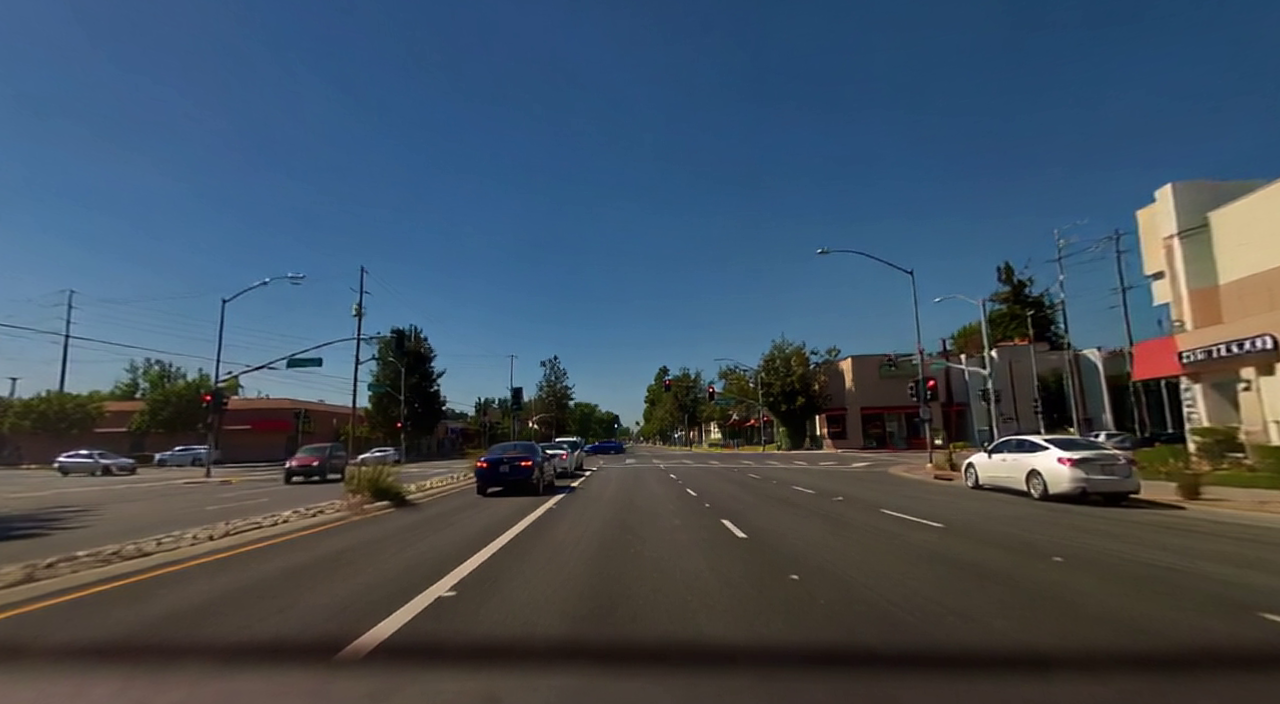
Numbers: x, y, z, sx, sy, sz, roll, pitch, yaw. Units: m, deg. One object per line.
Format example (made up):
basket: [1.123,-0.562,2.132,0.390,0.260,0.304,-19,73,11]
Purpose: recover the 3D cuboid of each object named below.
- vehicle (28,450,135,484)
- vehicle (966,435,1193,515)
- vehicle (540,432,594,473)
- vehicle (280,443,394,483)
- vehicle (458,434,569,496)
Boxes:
vehicle: [-28.047,5.733,31.721,5.228,1.539,2.009,-4,-9,25]
vehicle: [9.276,2.607,13.903,1.936,1.460,4.258,0,-8,1]
vehicle: [-3.334,4.720,29.798,2.040,1.775,4.433,0,-8,0]
vehicle: [-12.228,4.469,25.848,1.873,1.485,4.382,-2,-9,11]
vehicle: [-3.366,3.124,17.888,2.121,1.481,4.708,0,-8,1]
